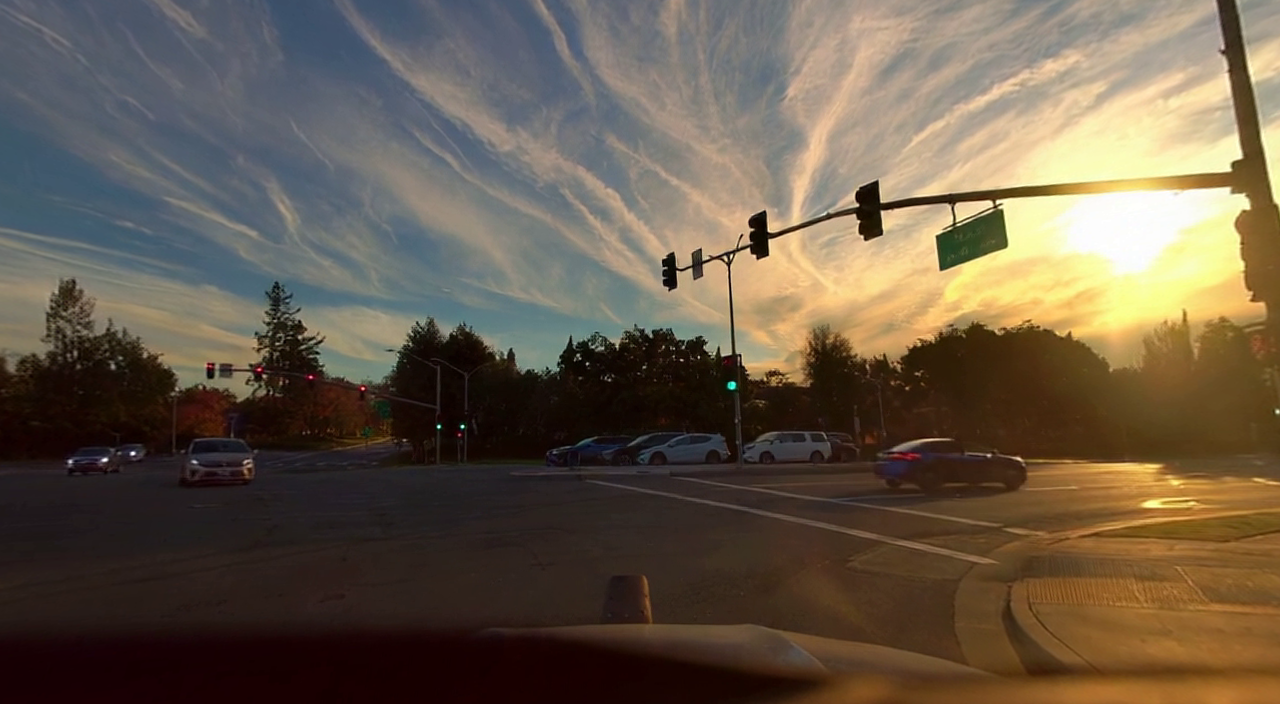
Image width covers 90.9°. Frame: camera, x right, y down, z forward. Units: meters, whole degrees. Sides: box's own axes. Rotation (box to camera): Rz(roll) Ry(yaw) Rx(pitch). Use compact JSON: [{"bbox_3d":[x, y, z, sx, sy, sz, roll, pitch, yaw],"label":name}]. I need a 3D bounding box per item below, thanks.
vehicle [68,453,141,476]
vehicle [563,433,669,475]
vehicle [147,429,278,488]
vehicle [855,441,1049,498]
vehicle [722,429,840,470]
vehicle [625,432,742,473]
[{"bbox_3d":[-37.307,7.814,43.894,4.589,1.462,1.953,-4,-9,23],"label":"vehicle"},{"bbox_3d":[-1.065,4.563,28.503,4.360,1.749,1.895,4,-10,-28],"label":"vehicle"},{"bbox_3d":[-15.206,3.710,22.313,5.332,1.807,2.450,-8,-11,41],"label":"vehicle"},{"bbox_3d":[8.787,3.263,17.861,4.686,1.425,2.018,2,-9,-16],"label":"vehicle"},{"bbox_3d":[7.301,5.052,32.531,5.791,1.964,2.199,5,-10,-26],"label":"vehicle"},{"bbox_3d":[1.808,4.141,26.149,4.483,1.589,1.852,4,-9,-25],"label":"vehicle"}]
